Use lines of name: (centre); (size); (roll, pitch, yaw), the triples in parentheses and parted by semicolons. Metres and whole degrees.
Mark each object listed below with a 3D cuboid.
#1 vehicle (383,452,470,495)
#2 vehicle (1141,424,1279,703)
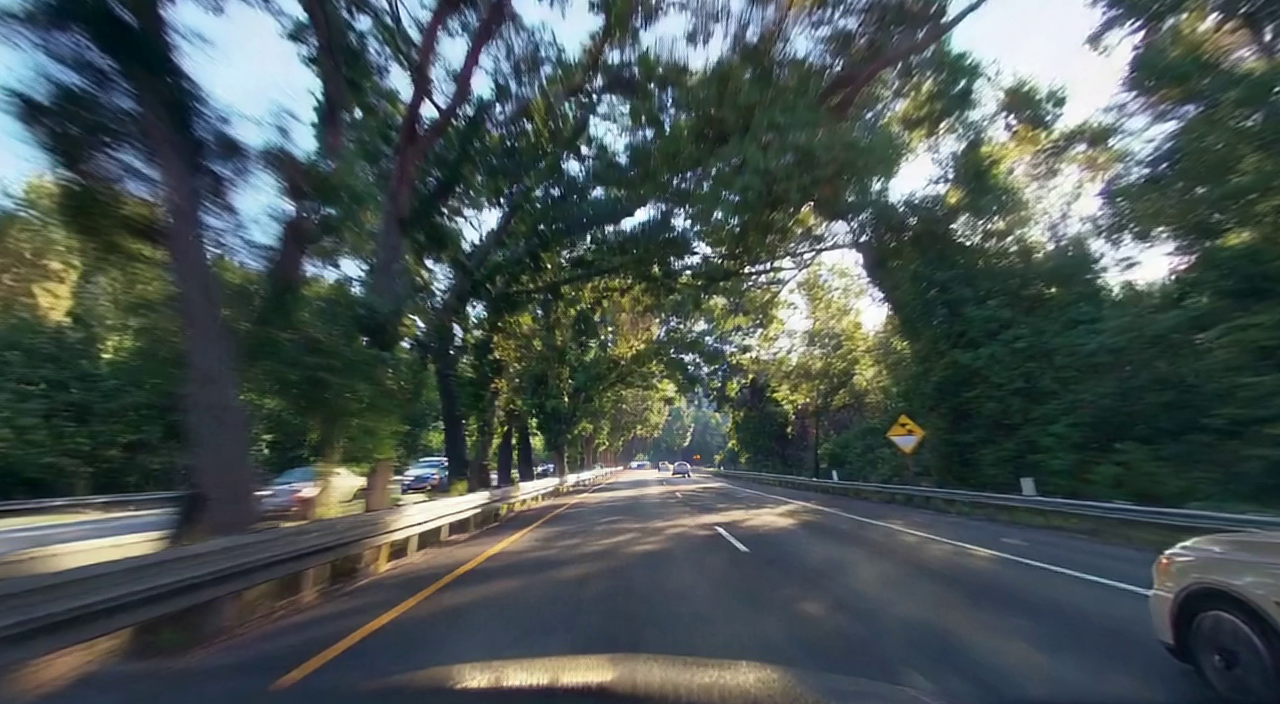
vehicle: (-8.362, 4.828, 25.088); (2.040, 1.520, 3.887); (1, -10, 1)
vehicle: (3.665, 0.837, 1.384); (1.825, 1.494, 3.959); (1, -10, 0)
